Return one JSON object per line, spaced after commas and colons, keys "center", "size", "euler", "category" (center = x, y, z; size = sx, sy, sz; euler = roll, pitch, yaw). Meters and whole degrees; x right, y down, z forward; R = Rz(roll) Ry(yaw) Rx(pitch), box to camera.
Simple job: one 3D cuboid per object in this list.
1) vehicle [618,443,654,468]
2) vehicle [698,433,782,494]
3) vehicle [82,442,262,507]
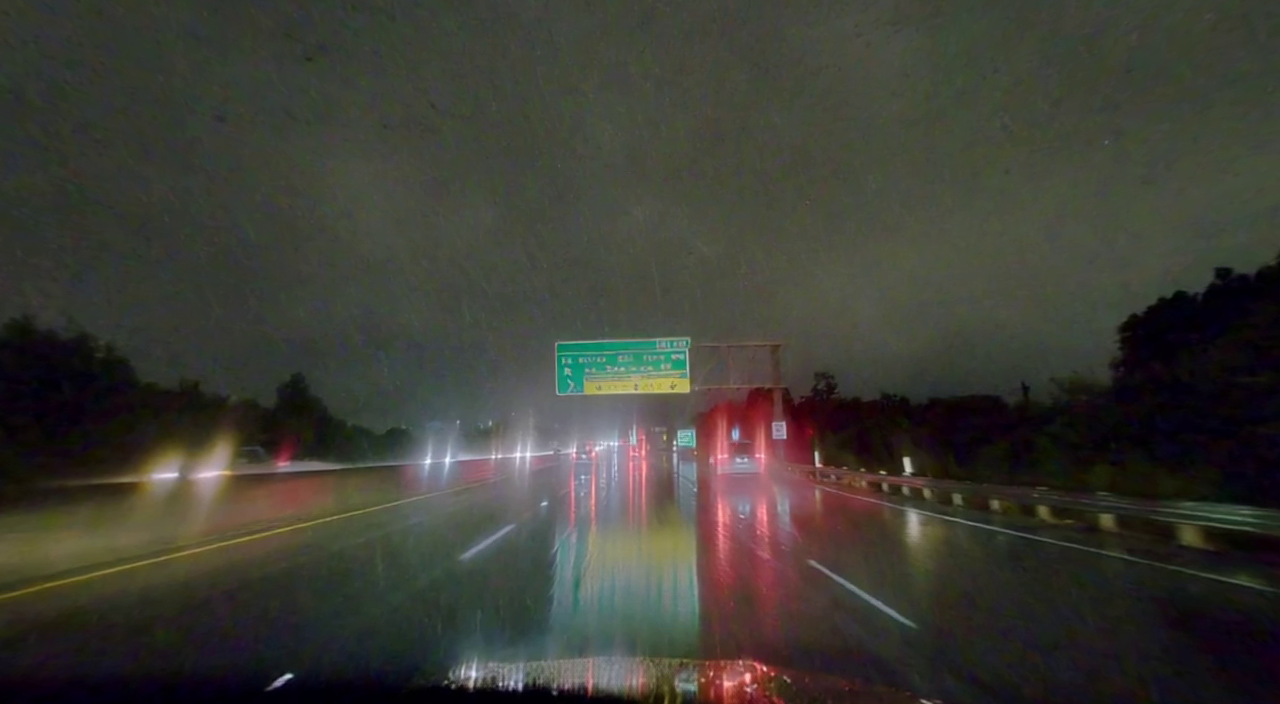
{"center": [-0.247, 7.123, 43.262], "size": [1.969, 1.595, 3.964], "euler": [-1, -9, 7], "category": "vehicle"}
{"center": [2.963, 3.419, 19.518], "size": [2.143, 1.667, 4.221], "euler": [-1, -9, 3], "category": "vehicle"}
{"center": [-12.894, 3.366, 17.678], "size": [1.930, 1.584, 4.230], "euler": [0, -9, -3], "category": "vehicle"}
